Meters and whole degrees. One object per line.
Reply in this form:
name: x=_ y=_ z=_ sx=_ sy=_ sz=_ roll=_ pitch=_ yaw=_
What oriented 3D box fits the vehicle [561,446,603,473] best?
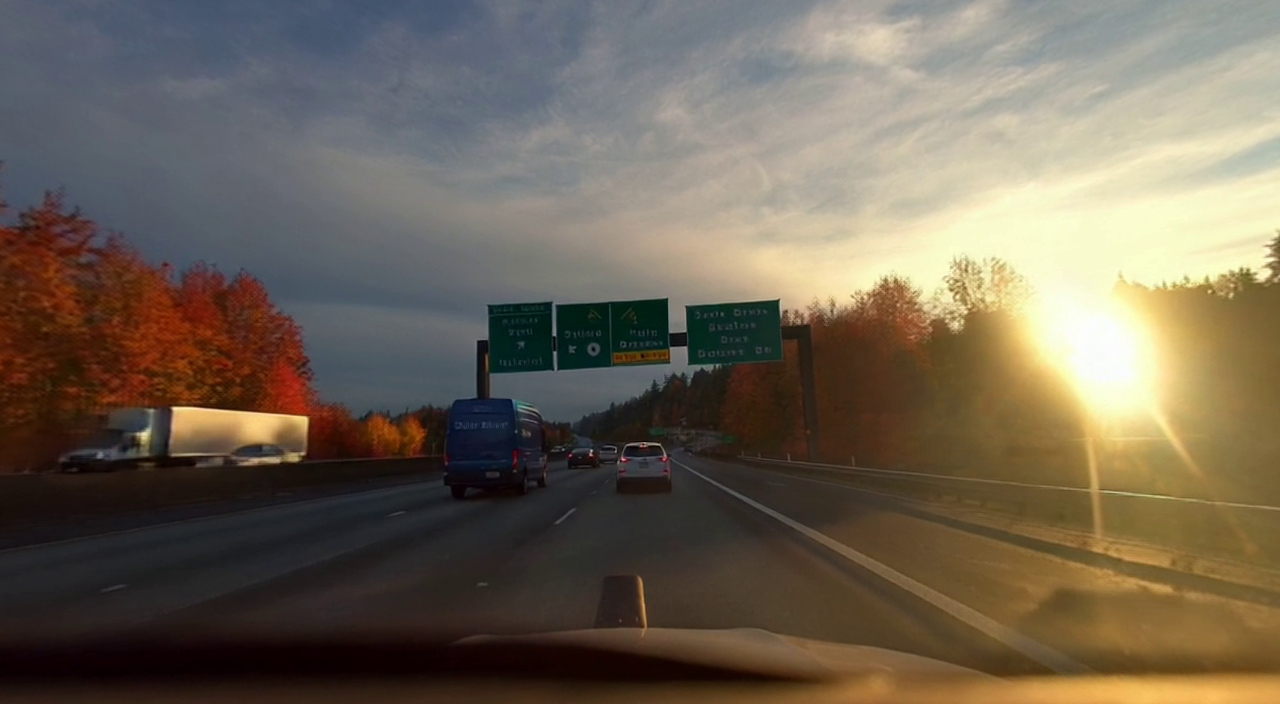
vehicle: x=-3.401 y=6.407 z=37.604 sx=2.015 sy=1.496 sz=4.312 roll=0 pitch=-9 yaw=1

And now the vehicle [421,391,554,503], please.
vehicle: x=-4.107 y=2.743 z=18.194 sx=2.275 sy=2.692 sz=5.810 roll=0 pitch=-9 yaw=1

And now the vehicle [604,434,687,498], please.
vehicle: x=0.179 y=3.332 z=18.669 sx=2.195 sy=1.679 sz=4.070 roll=0 pitch=-9 yaw=1

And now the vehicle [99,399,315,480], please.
vehicle: x=-25.406 y=5.447 z=38.565 sx=2.906 sy=4.059 sz=14.158 roll=0 pitch=-9 yaw=2
